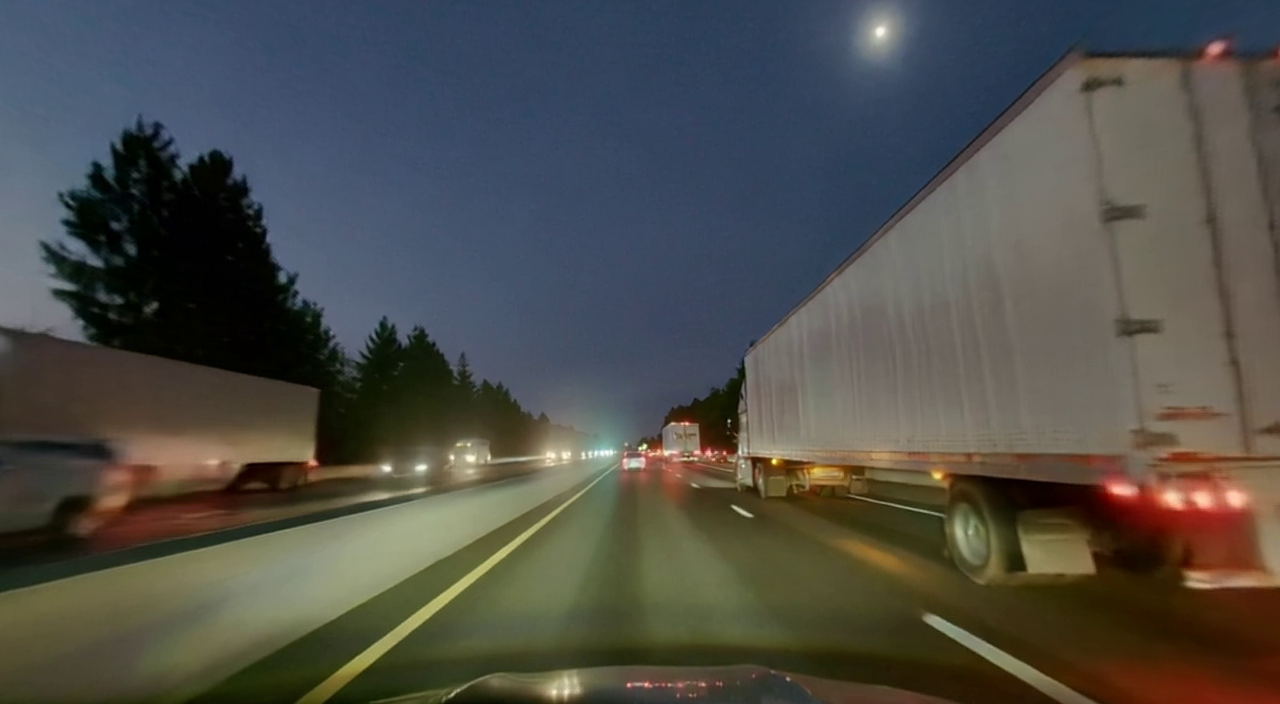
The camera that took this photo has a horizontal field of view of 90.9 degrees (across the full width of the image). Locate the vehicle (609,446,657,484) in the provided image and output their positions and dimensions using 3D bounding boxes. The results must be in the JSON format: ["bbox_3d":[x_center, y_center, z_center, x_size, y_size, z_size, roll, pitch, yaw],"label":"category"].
[{"bbox_3d":[-0.296,4.837,27.132,1.939,1.495,3.612,0,-9,0],"label":"vehicle"}]

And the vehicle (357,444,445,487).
[{"bbox_3d":[-8.763,4.182,23.456,1.848,1.453,3.640,0,-9,0],"label":"vehicle"}]

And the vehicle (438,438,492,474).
[{"bbox_3d":[-13.365,7.998,48.705,2.255,2.511,6.577,0,-9,0],"label":"vehicle"}]

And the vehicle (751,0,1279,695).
[{"bbox_3d":[4.646,0.854,10.483,2.842,4.060,13.939,0,-9,-1],"label":"vehicle"}]

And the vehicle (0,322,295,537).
[{"bbox_3d":[-13.162,2.082,15.710,2.788,3.916,10.940,0,-9,1],"label":"vehicle"}]
